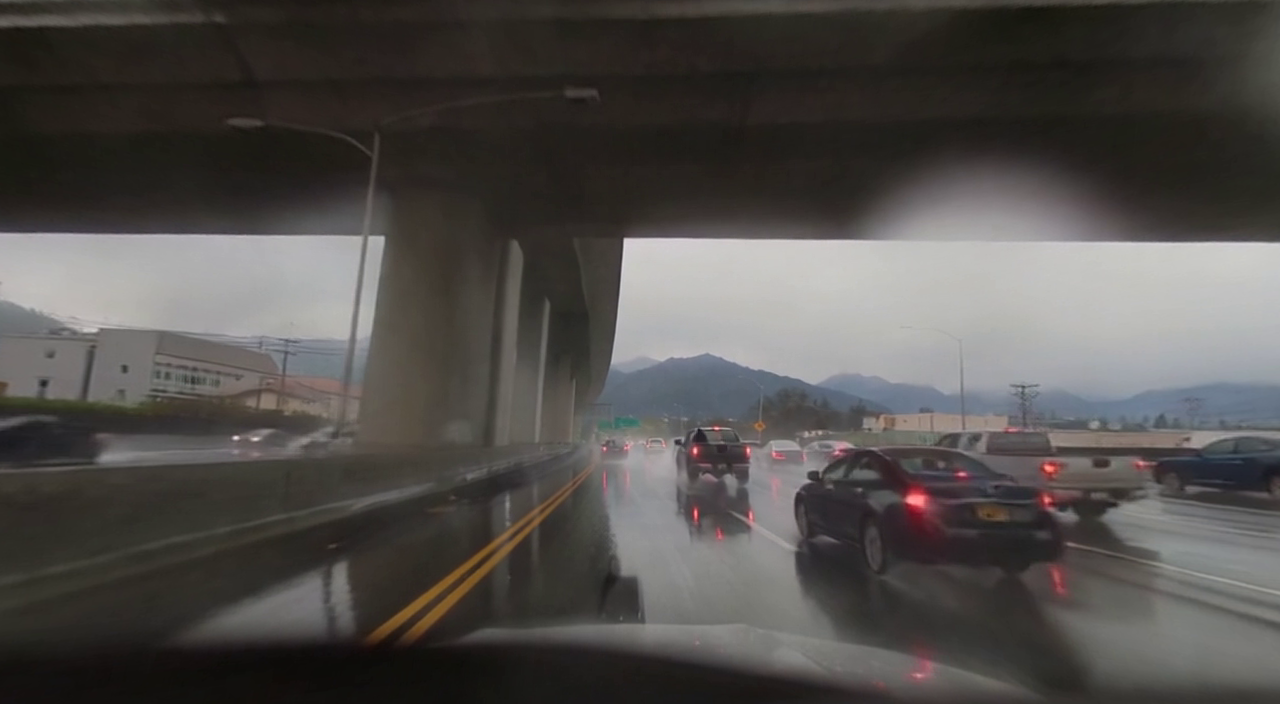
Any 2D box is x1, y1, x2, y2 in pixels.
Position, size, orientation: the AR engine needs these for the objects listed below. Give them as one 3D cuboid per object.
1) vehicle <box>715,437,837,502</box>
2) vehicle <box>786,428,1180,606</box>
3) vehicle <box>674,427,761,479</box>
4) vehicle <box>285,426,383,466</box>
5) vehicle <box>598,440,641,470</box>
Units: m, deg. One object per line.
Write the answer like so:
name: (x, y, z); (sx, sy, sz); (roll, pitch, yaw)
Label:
vehicle: (3.477, 3.103, 17.276); (2.048, 1.497, 4.952); (0, -8, -2)
vehicle: (3.409, 1.715, 7.638); (2.074, 1.455, 4.646); (0, -8, -1)
vehicle: (3.289, 4.530, 28.650); (2.747, 2.061, 7.011); (0, -8, -3)
vehicle: (-12.582, 3.924, 26.359); (2.045, 1.499, 4.501); (0, -8, -3)
vehicle: (-1.160, 5.720, 35.398); (2.266, 1.549, 3.978); (0, -8, -2)
